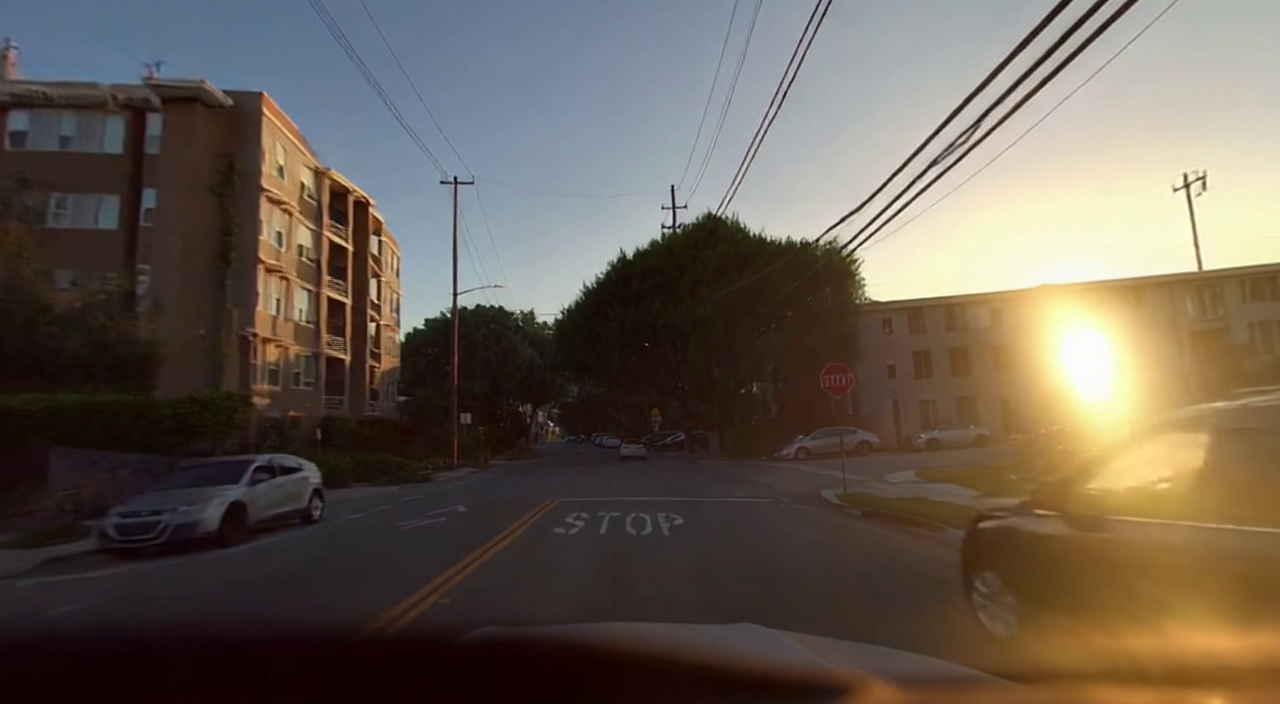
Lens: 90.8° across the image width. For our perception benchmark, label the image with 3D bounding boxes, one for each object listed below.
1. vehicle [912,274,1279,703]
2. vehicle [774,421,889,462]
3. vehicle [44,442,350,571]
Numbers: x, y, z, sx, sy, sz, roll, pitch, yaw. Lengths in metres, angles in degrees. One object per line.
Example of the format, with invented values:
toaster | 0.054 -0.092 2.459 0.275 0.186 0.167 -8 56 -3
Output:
vehicle | 3.400 0.810 2.626 2.300 1.913 4.896 4 -8 -1
vehicle | 9.224 4.354 30.673 4.877 1.755 1.918 0 -10 -9
vehicle | -6.812 2.334 10.518 1.922 1.505 4.502 -3 -8 -1
